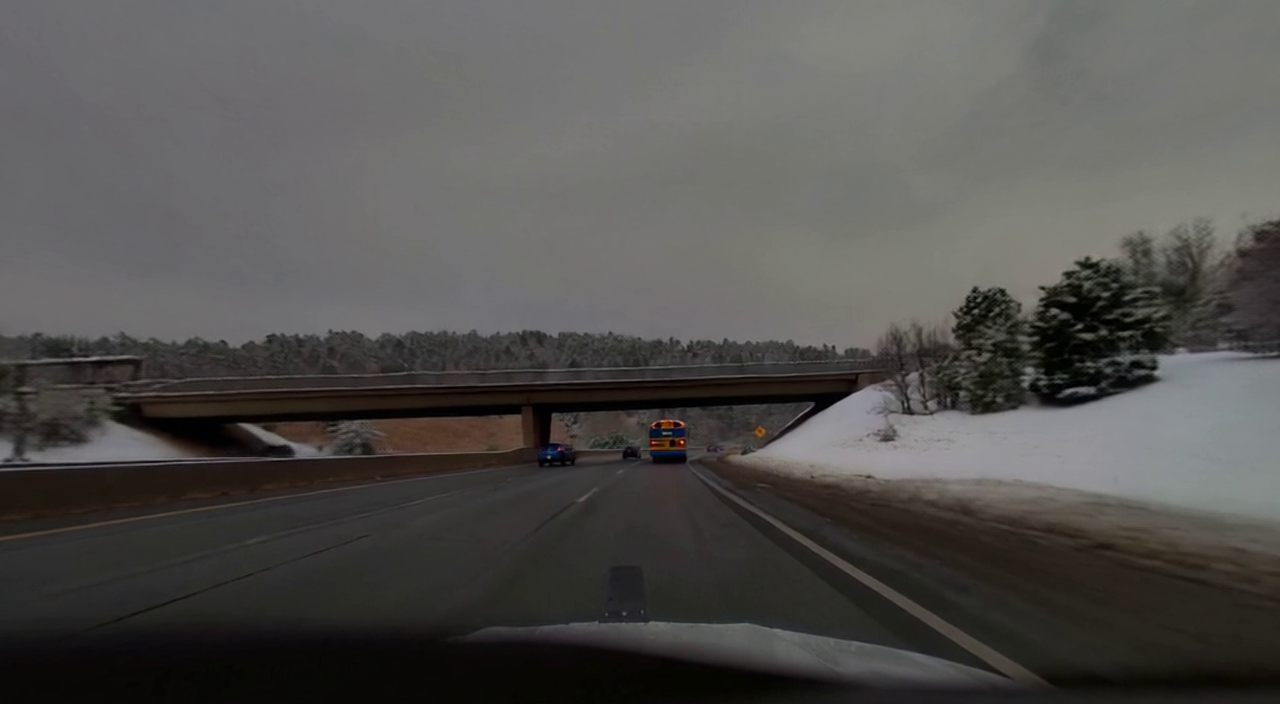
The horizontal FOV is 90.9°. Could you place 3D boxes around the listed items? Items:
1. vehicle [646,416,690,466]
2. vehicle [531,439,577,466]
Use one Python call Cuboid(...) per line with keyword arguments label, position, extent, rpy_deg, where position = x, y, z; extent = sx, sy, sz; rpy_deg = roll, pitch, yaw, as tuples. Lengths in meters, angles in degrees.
Cuboid(label="vehicle", position=(2.268, 6.723, 47.582), extent=(2.945, 3.295, 10.406), rpy_deg=(-1, -8, 4))
Cuboid(label="vehicle", position=(-5.755, 6.819, 43.000), extent=(2.172, 1.689, 4.625), rpy_deg=(-1, -8, 4))
